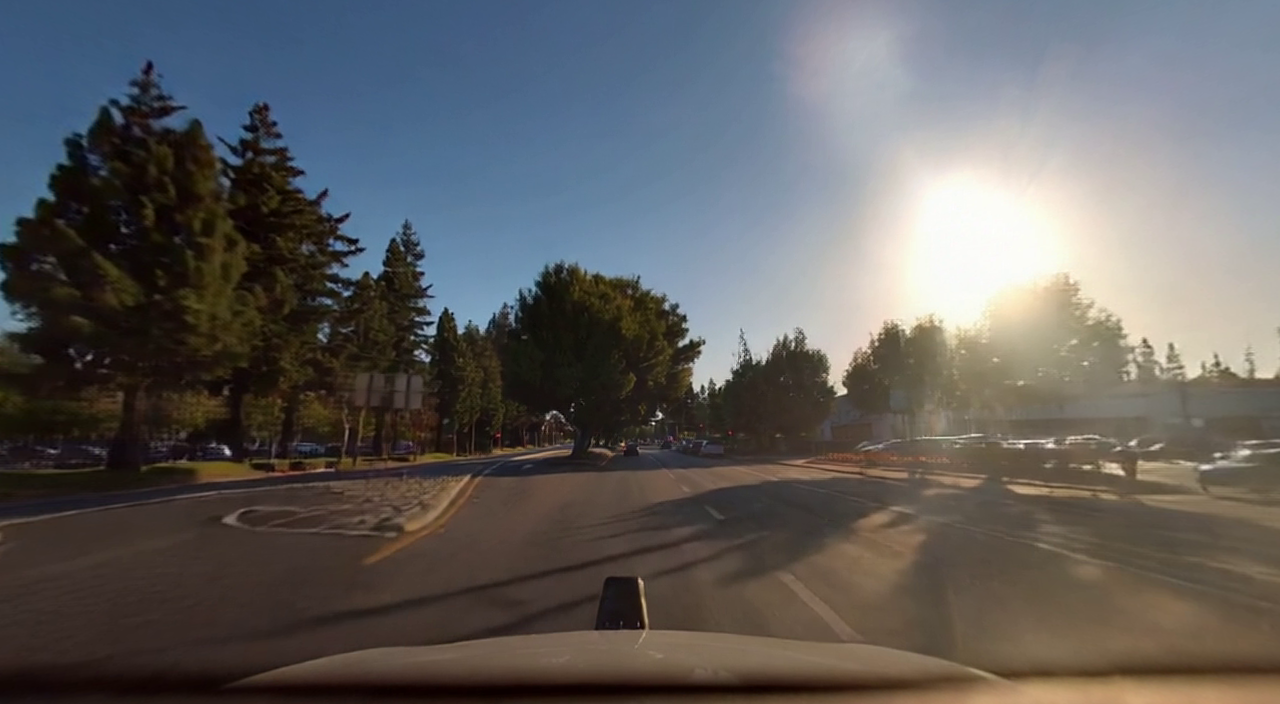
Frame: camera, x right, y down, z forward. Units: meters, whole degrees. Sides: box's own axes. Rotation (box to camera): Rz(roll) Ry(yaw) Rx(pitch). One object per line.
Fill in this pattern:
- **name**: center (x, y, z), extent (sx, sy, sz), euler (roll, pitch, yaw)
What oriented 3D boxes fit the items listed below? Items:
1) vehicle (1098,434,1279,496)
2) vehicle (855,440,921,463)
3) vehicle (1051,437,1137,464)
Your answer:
- **vehicle**: center (16.661, 3.290, 18.882), extent (1.966, 1.583, 4.568), euler (2, -8, -11)
- **vehicle**: center (17.580, 7.061, 44.870), extent (3.923, 1.575, 1.882), euler (2, -10, -13)
- **vehicle**: center (30.741, 6.649, 42.830), extent (4.454, 1.778, 2.070), euler (2, -8, -10)
